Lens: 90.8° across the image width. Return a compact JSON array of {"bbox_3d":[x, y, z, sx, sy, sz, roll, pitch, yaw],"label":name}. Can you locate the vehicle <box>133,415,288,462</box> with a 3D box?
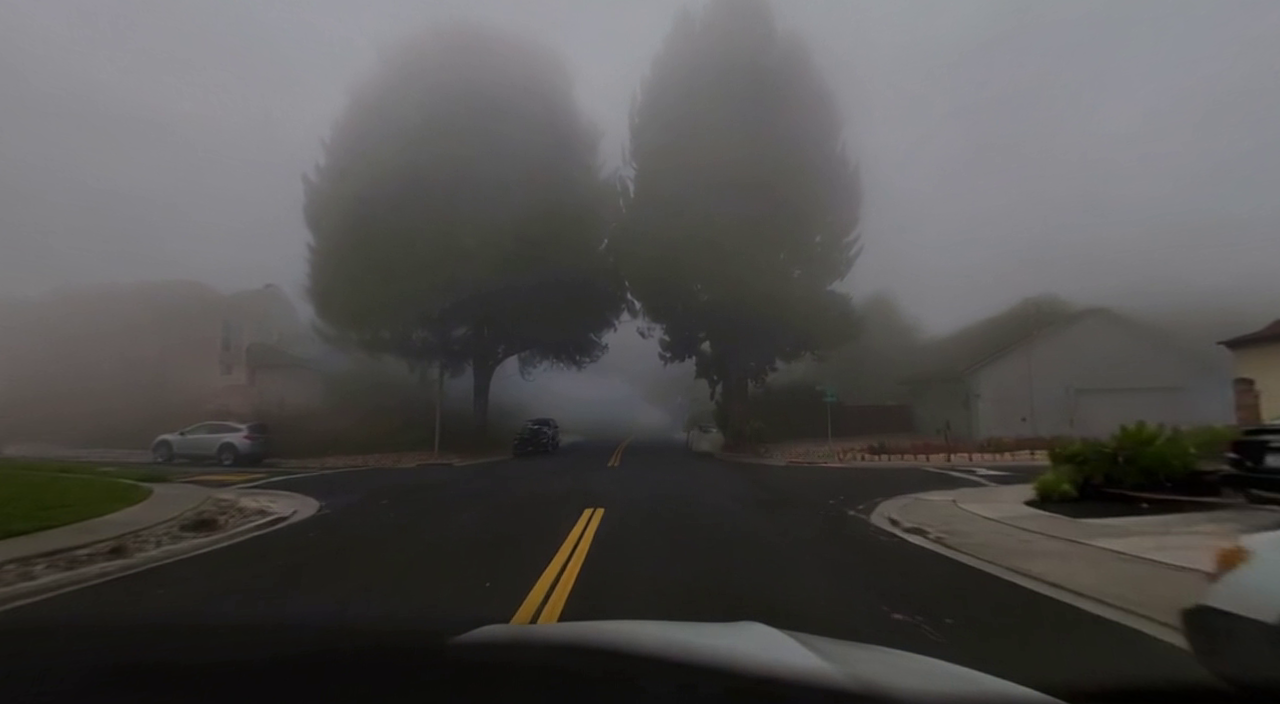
[{"bbox_3d":[-17.357,3.554,25.710,4.722,1.730,2.109,0,-11,2],"label":"vehicle"}]

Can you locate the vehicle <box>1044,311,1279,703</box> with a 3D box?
[{"bbox_3d":[3.026,0.521,0.319,2.074,1.646,5.457,2,-7,0],"label":"vehicle"}]
